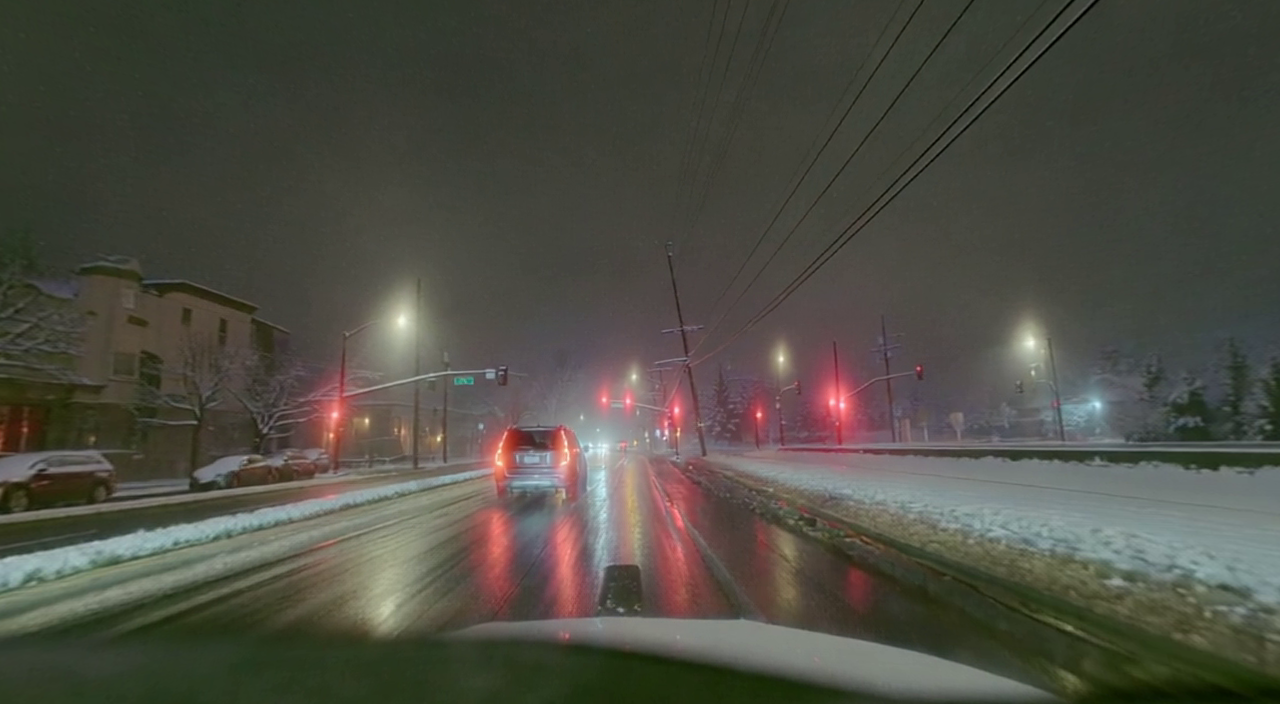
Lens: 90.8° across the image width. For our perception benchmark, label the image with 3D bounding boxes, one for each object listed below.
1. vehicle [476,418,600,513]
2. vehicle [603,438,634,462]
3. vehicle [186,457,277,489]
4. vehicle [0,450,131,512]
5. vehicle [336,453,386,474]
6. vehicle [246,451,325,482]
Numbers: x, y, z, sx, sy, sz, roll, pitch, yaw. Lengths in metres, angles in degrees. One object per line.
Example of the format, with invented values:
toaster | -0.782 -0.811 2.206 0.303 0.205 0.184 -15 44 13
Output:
vehicle | -2.026 2.425 13.847 2.022 1.757 4.041 0 -9 0
vehicle | -1.528 7.151 46.058 2.144 1.681 3.855 0 -9 -1
vehicle | -20.642 6.118 32.163 1.790 1.415 4.450 0 -9 -2
vehicle | -20.340 4.267 21.516 2.015 1.815 4.856 0 -9 -2
vehicle | -20.766 8.290 47.208 1.826 1.430 4.426 0 -9 -1
vehicle | -20.622 6.635 36.952 1.989 1.689 4.388 0 -9 1
